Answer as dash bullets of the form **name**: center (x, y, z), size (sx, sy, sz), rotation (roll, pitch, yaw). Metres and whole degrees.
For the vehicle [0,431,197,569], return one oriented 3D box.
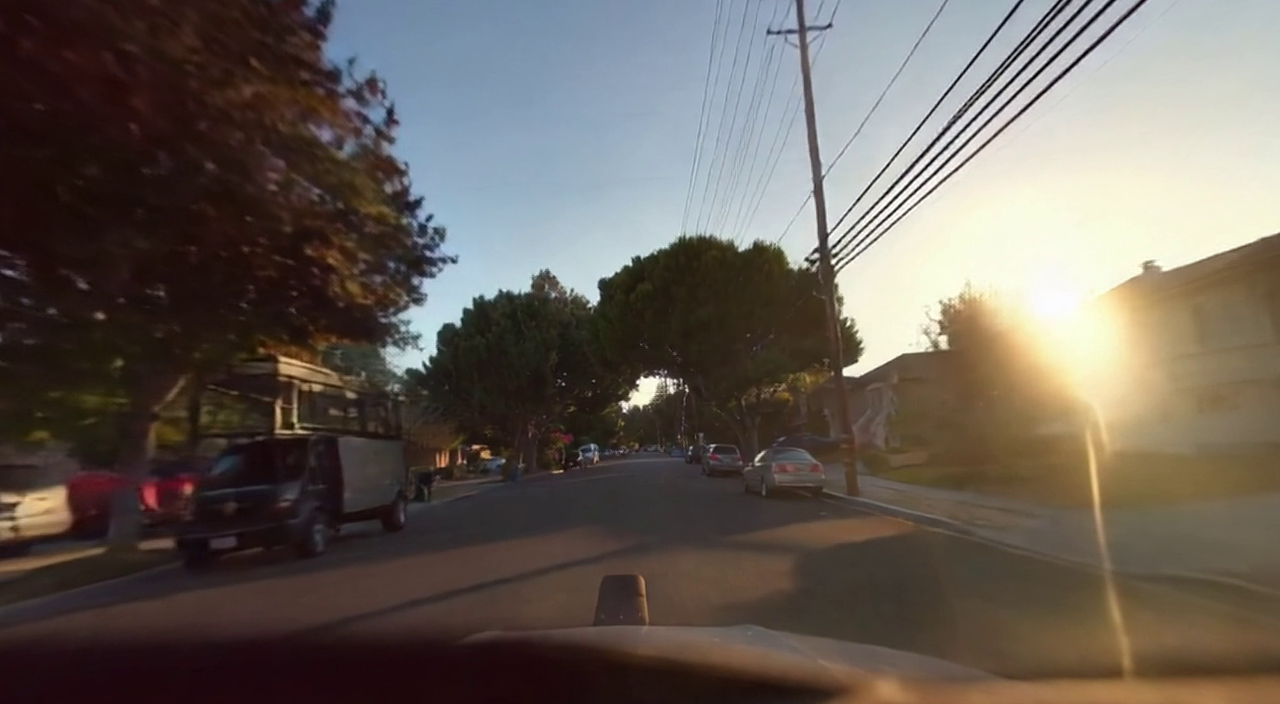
- **vehicle**: center (-11.778, 2.638, 11.041), size (6.187, 1.991, 2.728), rotation (-5, -9, 3)

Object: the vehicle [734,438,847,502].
- **vehicle**: center (4.086, 3.297, 18.057), size (2.016, 1.544, 4.645), rotation (0, -9, -1)

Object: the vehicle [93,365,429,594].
- **vehicle**: center (-6.032, 2.120, 11.438), size (2.313, 2.875, 6.057), rotation (-4, -9, 0)

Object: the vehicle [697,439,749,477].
- **vehicle**: center (4.135, 5.387, 32.182), size (2.105, 1.755, 4.749), rotation (0, -9, 1)
